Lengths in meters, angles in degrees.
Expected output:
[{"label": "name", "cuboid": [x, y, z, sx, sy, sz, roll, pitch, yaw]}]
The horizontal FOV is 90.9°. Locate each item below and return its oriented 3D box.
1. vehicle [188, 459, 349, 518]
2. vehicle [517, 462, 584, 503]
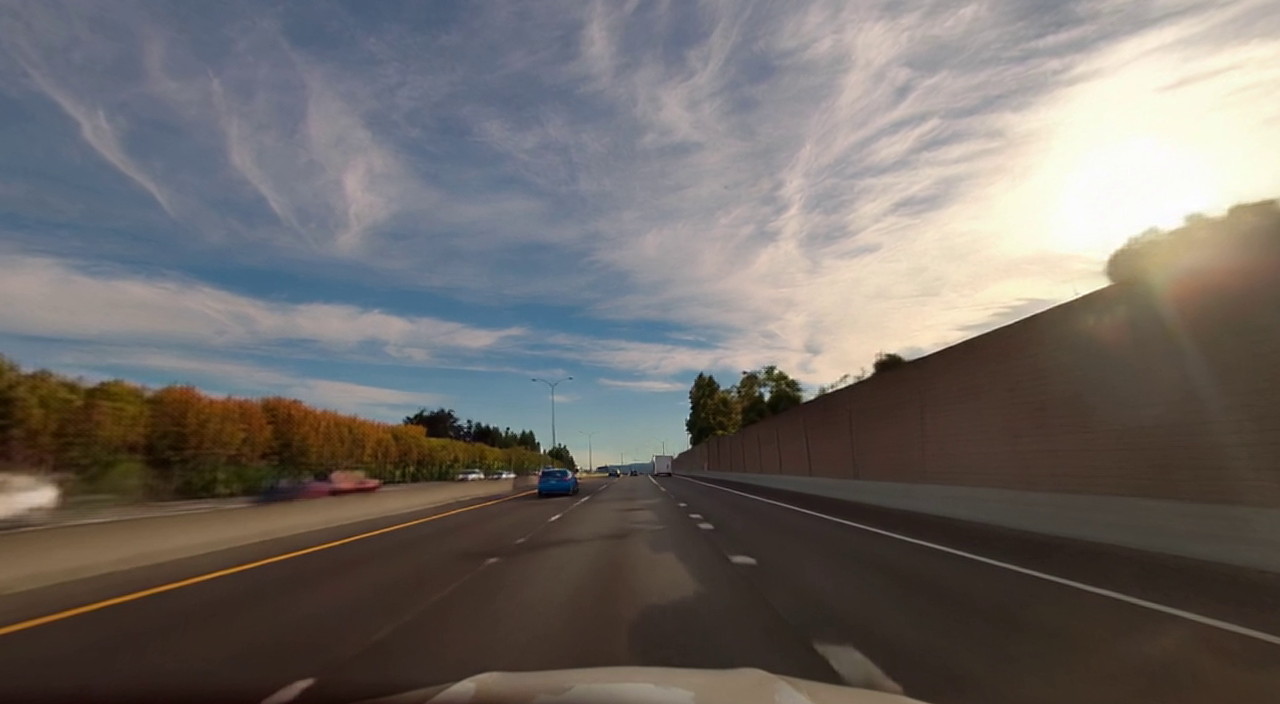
[{"label": "vehicle", "cuboid": [-10.631, 3.934, 18.537, 2.012, 1.473, 4.459, 0, -10, 0]}, {"label": "vehicle", "cuboid": [-3.560, 5.296, 25.859, 2.045, 1.487, 4.582, 0, -10, 1]}]
